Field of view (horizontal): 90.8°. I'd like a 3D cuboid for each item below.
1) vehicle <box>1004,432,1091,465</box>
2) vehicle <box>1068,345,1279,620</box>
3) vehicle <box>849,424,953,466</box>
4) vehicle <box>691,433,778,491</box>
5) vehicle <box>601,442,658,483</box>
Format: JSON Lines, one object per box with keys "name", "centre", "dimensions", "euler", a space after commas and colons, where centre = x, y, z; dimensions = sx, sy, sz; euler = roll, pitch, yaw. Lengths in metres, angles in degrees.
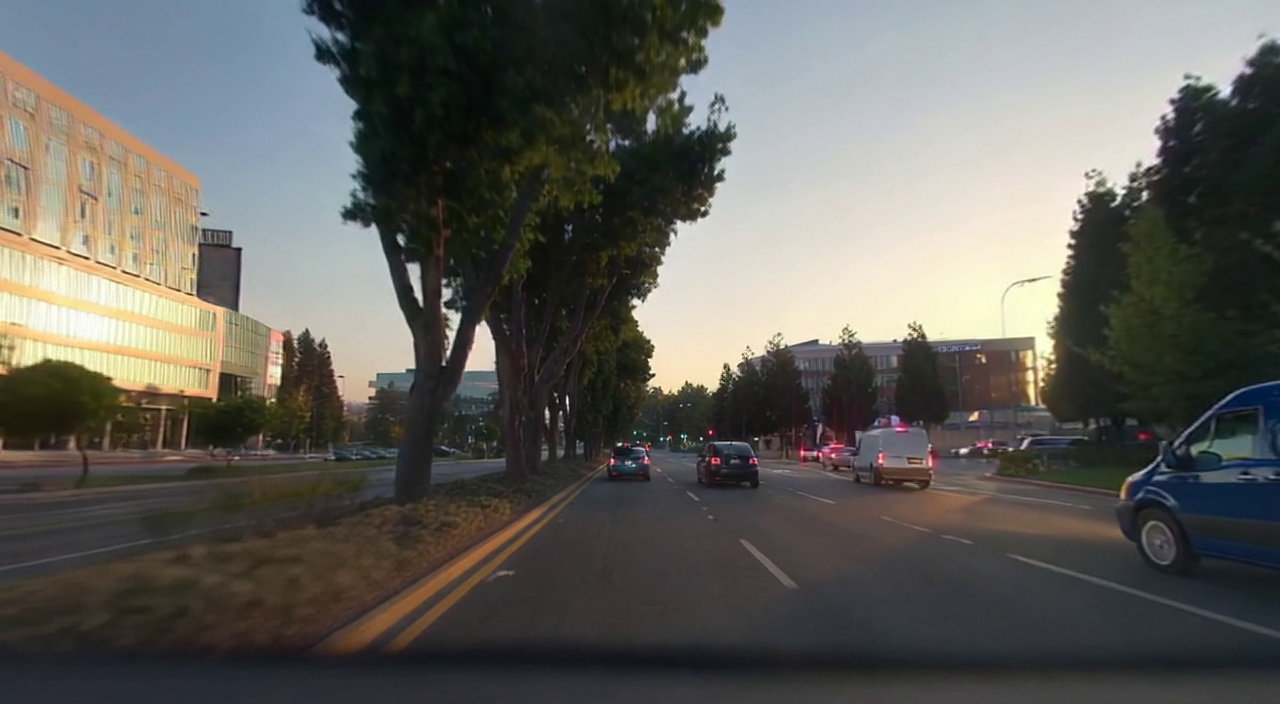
{"name": "vehicle", "centre": [27.521, 6.494, 42.685], "dimensions": [4.770, 2.109, 2.230], "euler": [2, -9, -16]}
{"name": "vehicle", "centre": [6.283, 0.939, 4.430], "dimensions": [2.573, 2.127, 5.568], "euler": [0, -8, -1]}
{"name": "vehicle", "centre": [17.624, 6.309, 42.959], "dimensions": [5.907, 2.777, 2.431], "euler": [0, -8, -2]}
{"name": "vehicle", "centre": [2.995, 3.598, 21.023], "dimensions": [2.047, 1.711, 4.265], "euler": [0, -8, -2]}
{"name": "vehicle", "centre": [-0.393, 4.284, 24.847], "dimensions": [2.095, 1.456, 3.873], "euler": [0, -8, 0]}
